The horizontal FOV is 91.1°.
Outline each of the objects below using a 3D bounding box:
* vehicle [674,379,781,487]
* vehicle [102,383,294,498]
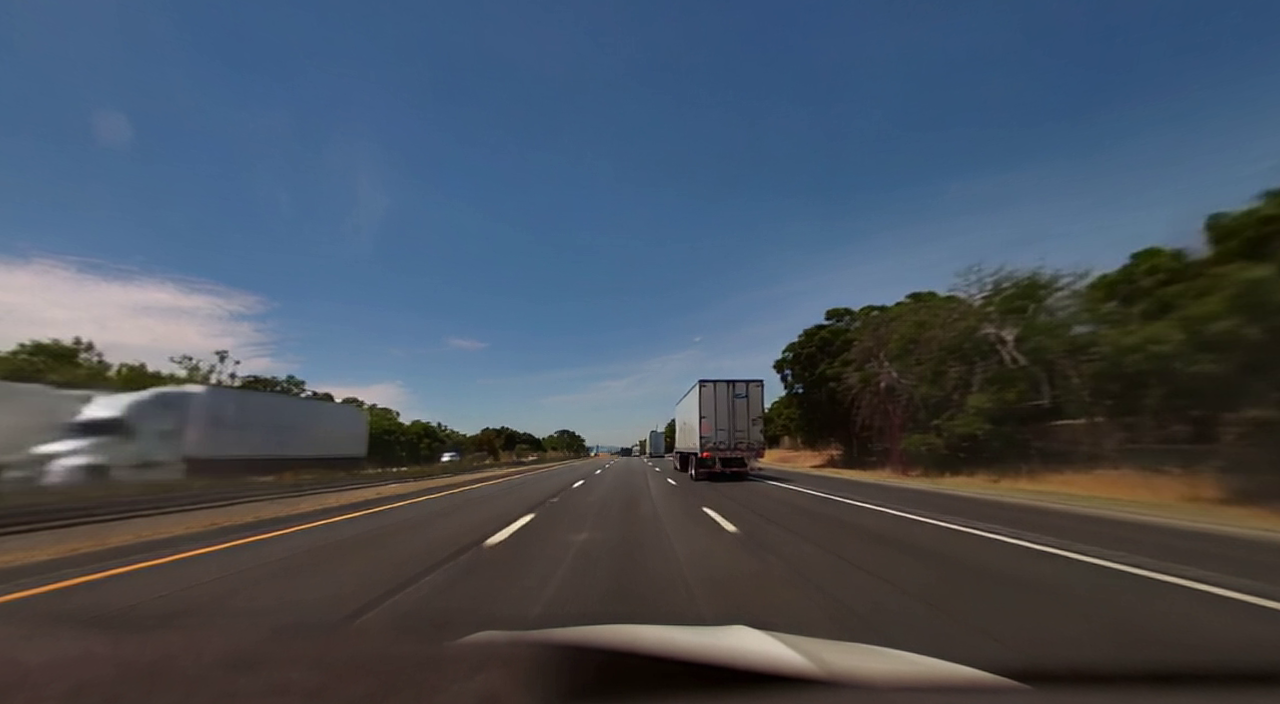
[{"bbox_3d":[3.602,4.023,30.130,3.037,3.999,13.133,0,-9,-1],"label":"vehicle"},{"bbox_3d":[-17.092,3.526,25.000,3.069,3.980,6.061,0,-9,-1],"label":"vehicle"}]
